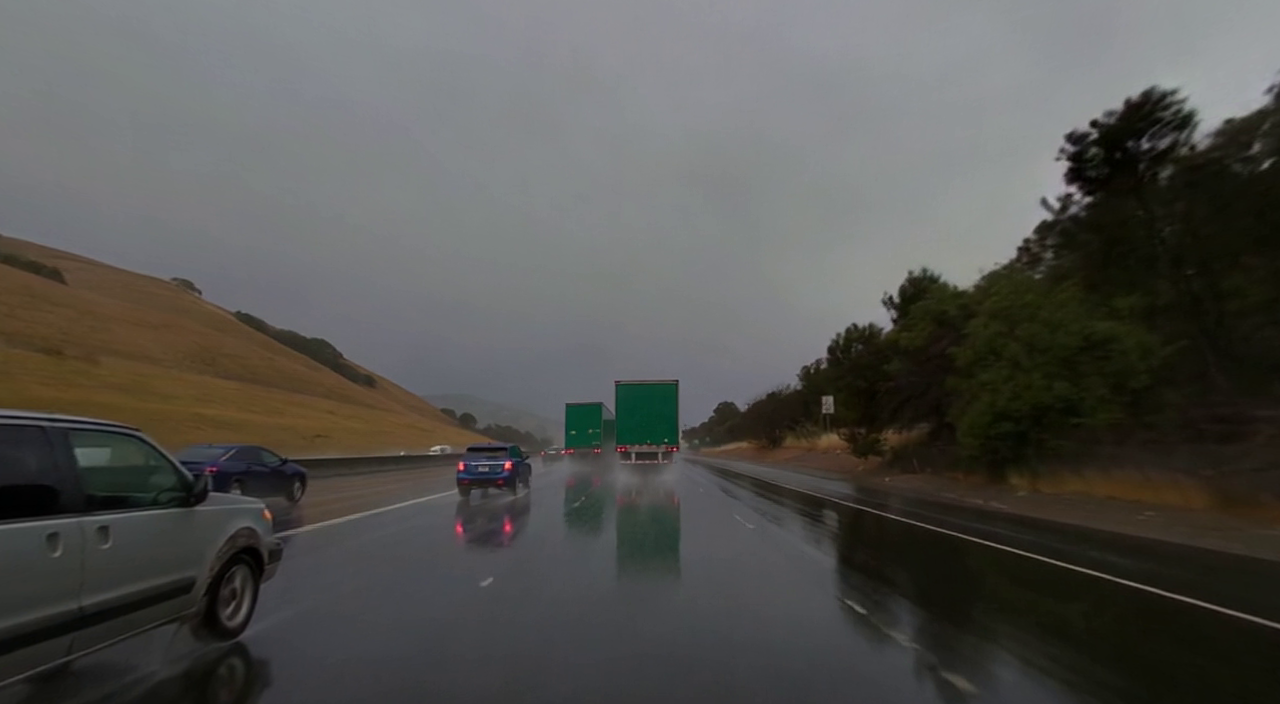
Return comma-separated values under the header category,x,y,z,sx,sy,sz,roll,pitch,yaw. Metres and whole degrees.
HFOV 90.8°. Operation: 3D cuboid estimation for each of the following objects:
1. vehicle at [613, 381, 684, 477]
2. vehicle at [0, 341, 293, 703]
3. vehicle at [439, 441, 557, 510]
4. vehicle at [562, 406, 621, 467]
category,x,y,z,sx,sy,sz,roll,pitch,yaw
vehicle,0.538,4.002,31.783,2.913,3.988,10.874,0,-8,2
vehicle,-3.813,0.810,2.395,2.136,1.779,4.875,0,-8,1
vehicle,-3.346,2.973,15.730,1.950,1.446,4.224,0,-8,0
vehicle,-3.492,6.700,49.578,3.311,4.073,14.172,0,-8,1
